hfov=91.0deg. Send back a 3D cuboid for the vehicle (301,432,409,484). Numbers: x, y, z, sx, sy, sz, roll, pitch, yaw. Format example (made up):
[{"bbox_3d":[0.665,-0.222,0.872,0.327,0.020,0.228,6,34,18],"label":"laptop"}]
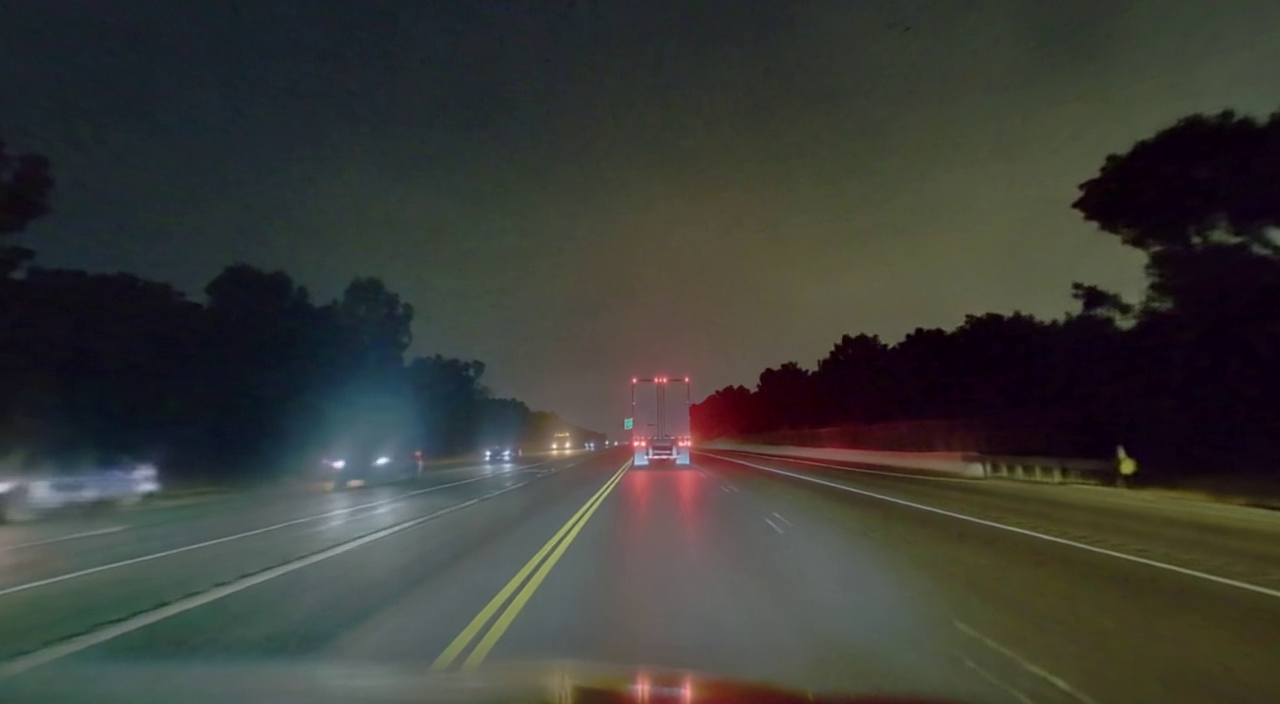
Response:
[{"bbox_3d":[-11.653,4.367,26.207,2.133,1.942,4.865,0,-8,1],"label":"vehicle"}]

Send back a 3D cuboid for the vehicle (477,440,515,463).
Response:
[{"bbox_3d":[-11.341,7.873,49.821,1.873,1.712,4.097,0,-8,2],"label":"vehicle"}]

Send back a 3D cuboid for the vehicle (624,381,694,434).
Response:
[{"bbox_3d":[0.646,2.322,25.347,2.509,1.890,4.732,0,-8,-2],"label":"vehicle"}]

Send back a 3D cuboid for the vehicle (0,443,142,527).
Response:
[{"bbox_3d":[-15.191,3.204,15.512,2.000,1.847,4.664,-2,-8,0],"label":"vehicle"}]
